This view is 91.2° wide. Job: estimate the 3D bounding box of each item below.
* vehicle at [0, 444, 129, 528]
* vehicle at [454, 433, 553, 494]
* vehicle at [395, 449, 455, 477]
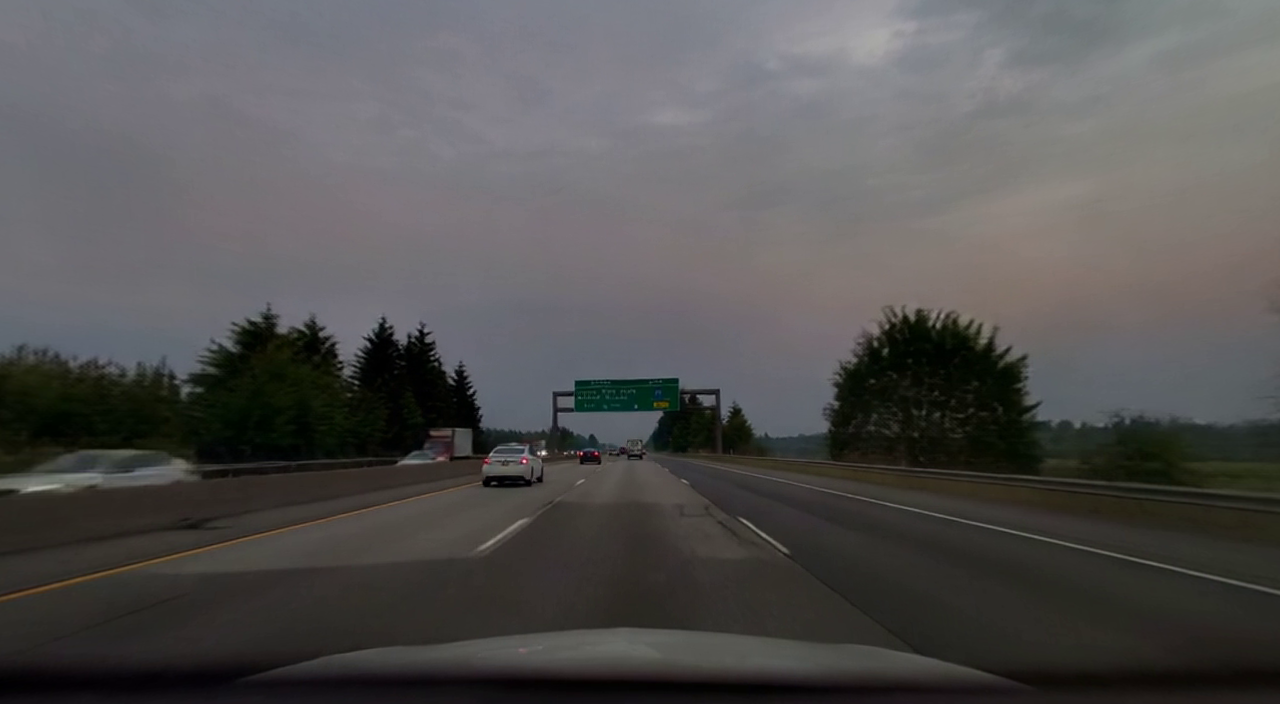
[{"bbox_3d":[-13.108,2.650,12.530,1.955,1.557,4.567,-1,-9,-1],"label":"vehicle"},{"bbox_3d":[-4.123,3.454,19.753,2.151,1.693,4.201,-1,-9,1],"label":"vehicle"},{"bbox_3d":[-12.457,6.408,36.563,1.914,1.490,4.545,0,-9,0],"label":"vehicle"}]
